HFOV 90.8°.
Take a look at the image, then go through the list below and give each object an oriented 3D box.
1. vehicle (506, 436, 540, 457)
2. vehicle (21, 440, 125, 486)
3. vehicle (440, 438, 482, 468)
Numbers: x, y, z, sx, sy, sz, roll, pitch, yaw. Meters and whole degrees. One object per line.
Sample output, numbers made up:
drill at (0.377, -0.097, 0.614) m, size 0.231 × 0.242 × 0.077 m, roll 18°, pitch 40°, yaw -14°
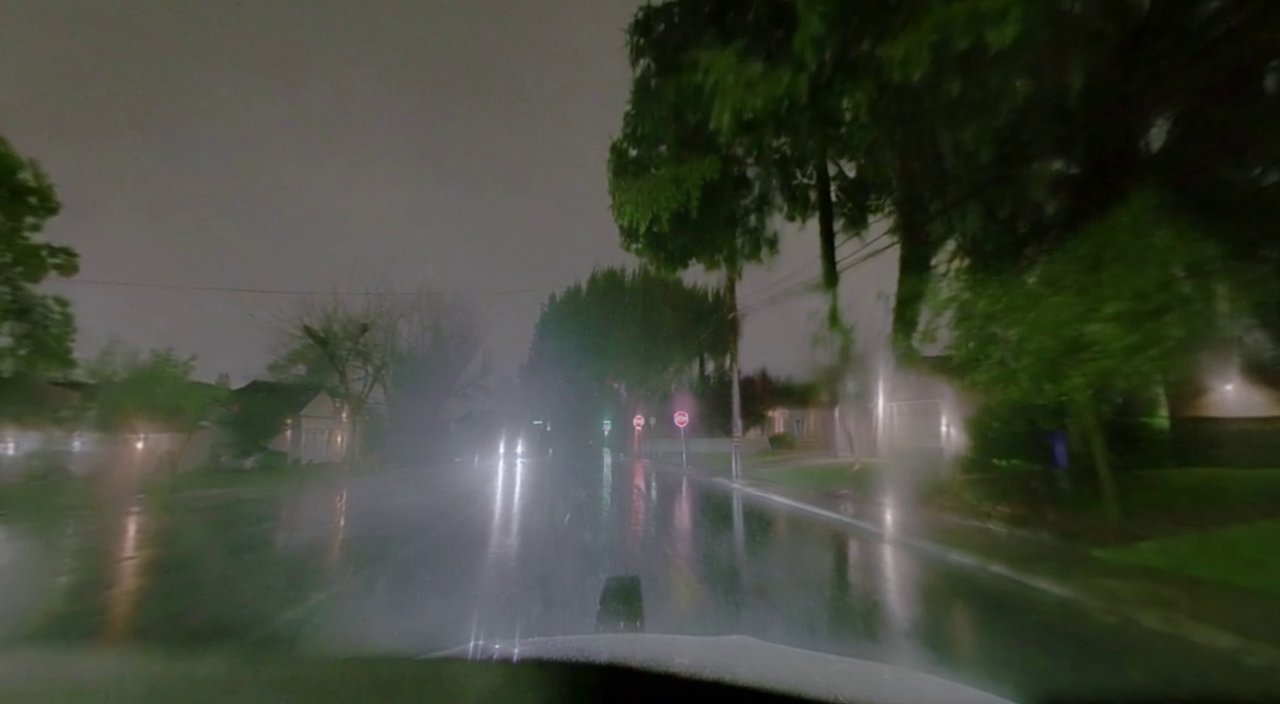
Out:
vehicle at (-8.792, 7.166, 47.868) m, size 2.146 × 1.506 × 4.885 m, roll 1°, pitch -8°, yaw -7°
vehicle at (-24.210, 4.700, 27.237) m, size 1.973 × 1.787 × 5.045 m, roll 4°, pitch -9°, yaw -27°
vehicle at (-10.397, 5.879, 36.995) m, size 1.994 × 1.656 × 4.334 m, roll 2°, pitch -9°, yaw -12°
